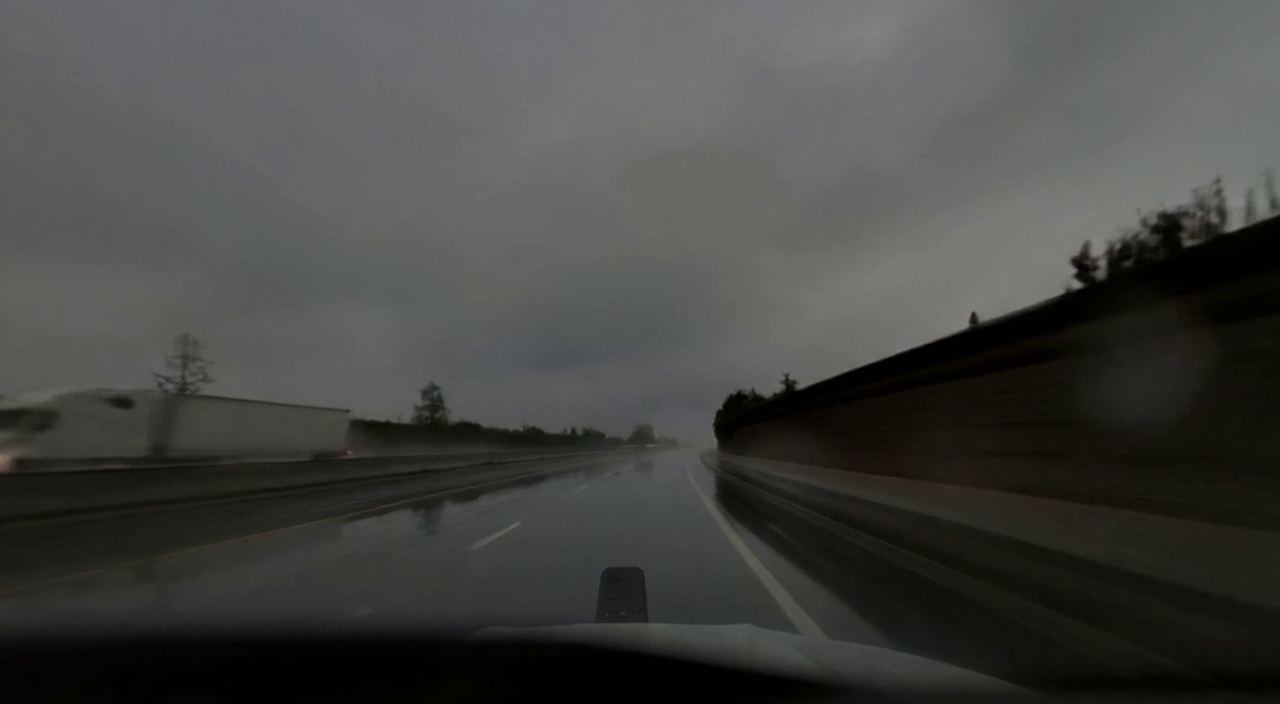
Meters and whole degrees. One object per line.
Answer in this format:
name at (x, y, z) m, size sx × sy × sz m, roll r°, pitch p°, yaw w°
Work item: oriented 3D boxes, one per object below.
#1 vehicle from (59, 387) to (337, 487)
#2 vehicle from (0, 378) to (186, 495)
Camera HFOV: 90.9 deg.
vehicle at (-22.841, 4.871, 35.245) m, size 2.906 × 4.213 × 16.623 m, roll -1°, pitch -9°, yaw 3°
vehicle at (-23.348, 3.519, 25.735) m, size 3.037 × 3.998 × 8.244 m, roll -1°, pitch -9°, yaw 3°
